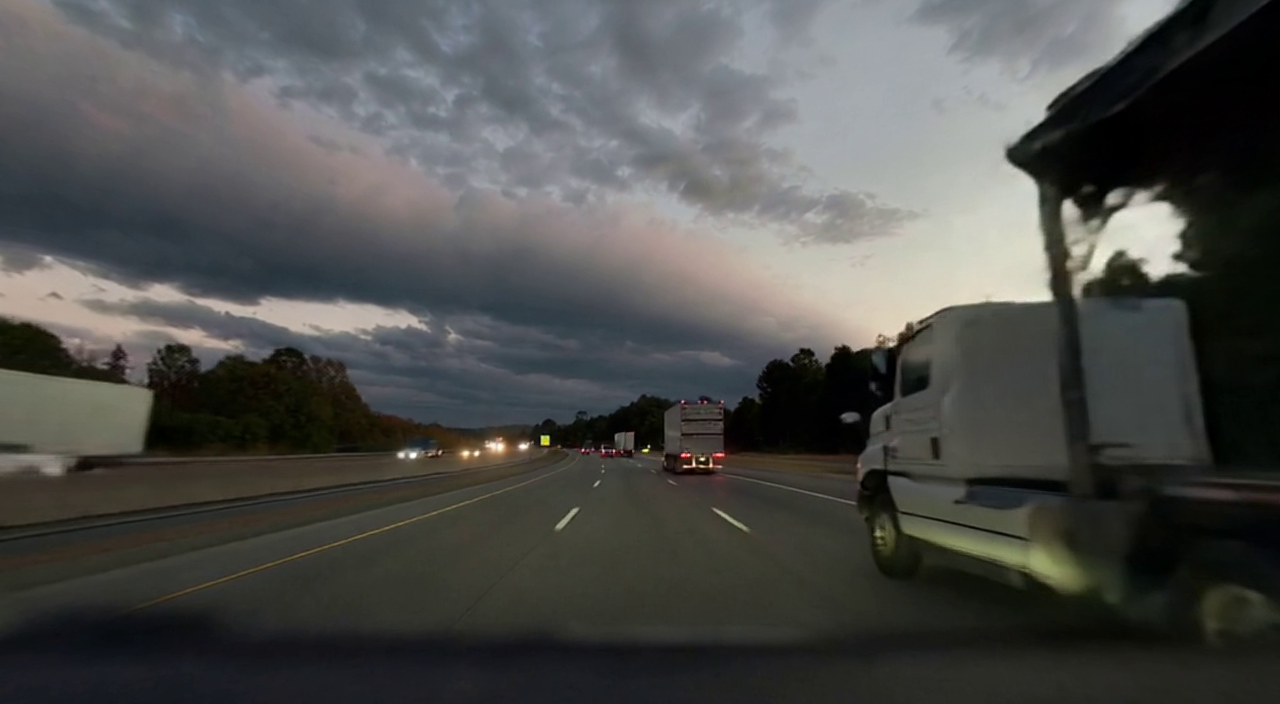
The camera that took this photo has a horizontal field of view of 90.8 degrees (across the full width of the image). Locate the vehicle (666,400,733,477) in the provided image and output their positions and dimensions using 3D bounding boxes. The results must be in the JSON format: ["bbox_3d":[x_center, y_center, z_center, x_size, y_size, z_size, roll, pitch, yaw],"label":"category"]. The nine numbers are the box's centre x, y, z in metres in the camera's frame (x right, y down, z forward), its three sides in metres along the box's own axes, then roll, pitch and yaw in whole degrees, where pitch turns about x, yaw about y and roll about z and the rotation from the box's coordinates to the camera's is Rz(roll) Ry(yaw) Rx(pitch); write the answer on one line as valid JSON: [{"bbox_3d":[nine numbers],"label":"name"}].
[{"bbox_3d":[3.325,5.244,37.857,2.826,4.035,8.369,0,-9,-3],"label":"vehicle"}]

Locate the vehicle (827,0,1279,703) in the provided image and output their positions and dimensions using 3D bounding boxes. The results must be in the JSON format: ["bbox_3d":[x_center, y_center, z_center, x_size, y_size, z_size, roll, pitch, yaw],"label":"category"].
[{"bbox_3d":[4.220,-0.115,3.262,2.989,3.997,11.037,0,-9,0],"label":"vehicle"}]

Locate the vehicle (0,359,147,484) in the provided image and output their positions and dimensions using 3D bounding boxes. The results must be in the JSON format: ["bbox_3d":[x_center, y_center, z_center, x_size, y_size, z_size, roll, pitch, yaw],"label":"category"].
[{"bbox_3d":[-21.878,2.058,19.130,2.891,3.939,13.982,0,-9,-1],"label":"vehicle"}]
